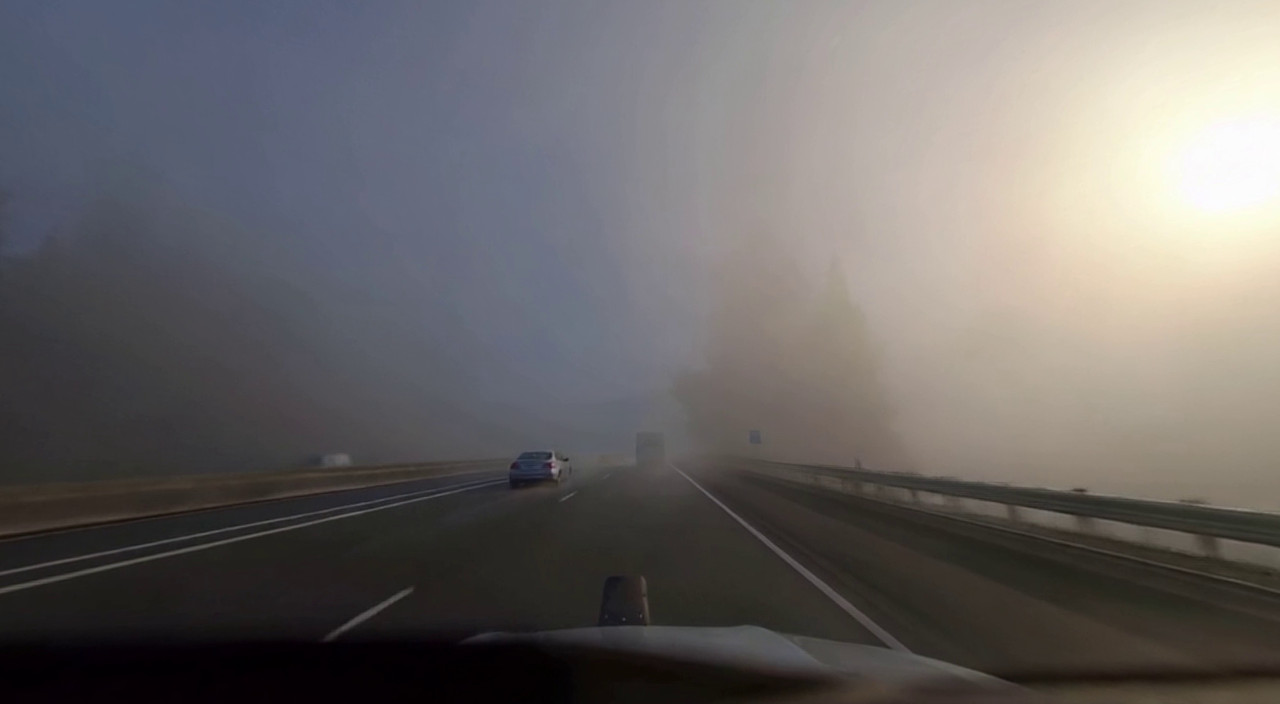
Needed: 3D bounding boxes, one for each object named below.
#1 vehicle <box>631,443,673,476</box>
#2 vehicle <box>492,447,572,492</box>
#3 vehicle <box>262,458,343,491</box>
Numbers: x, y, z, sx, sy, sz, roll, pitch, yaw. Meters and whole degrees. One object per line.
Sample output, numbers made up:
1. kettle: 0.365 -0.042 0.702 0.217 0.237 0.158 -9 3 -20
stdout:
1. vehicle: 0.627 5.866 34.439 2.172 1.687 3.929 0 -9 0
2. vehicle: -3.763 4.173 22.707 1.998 1.460 4.422 0 -9 1
3. vehicle: -17.221 6.263 32.405 1.928 1.493 3.915 0 -9 1
